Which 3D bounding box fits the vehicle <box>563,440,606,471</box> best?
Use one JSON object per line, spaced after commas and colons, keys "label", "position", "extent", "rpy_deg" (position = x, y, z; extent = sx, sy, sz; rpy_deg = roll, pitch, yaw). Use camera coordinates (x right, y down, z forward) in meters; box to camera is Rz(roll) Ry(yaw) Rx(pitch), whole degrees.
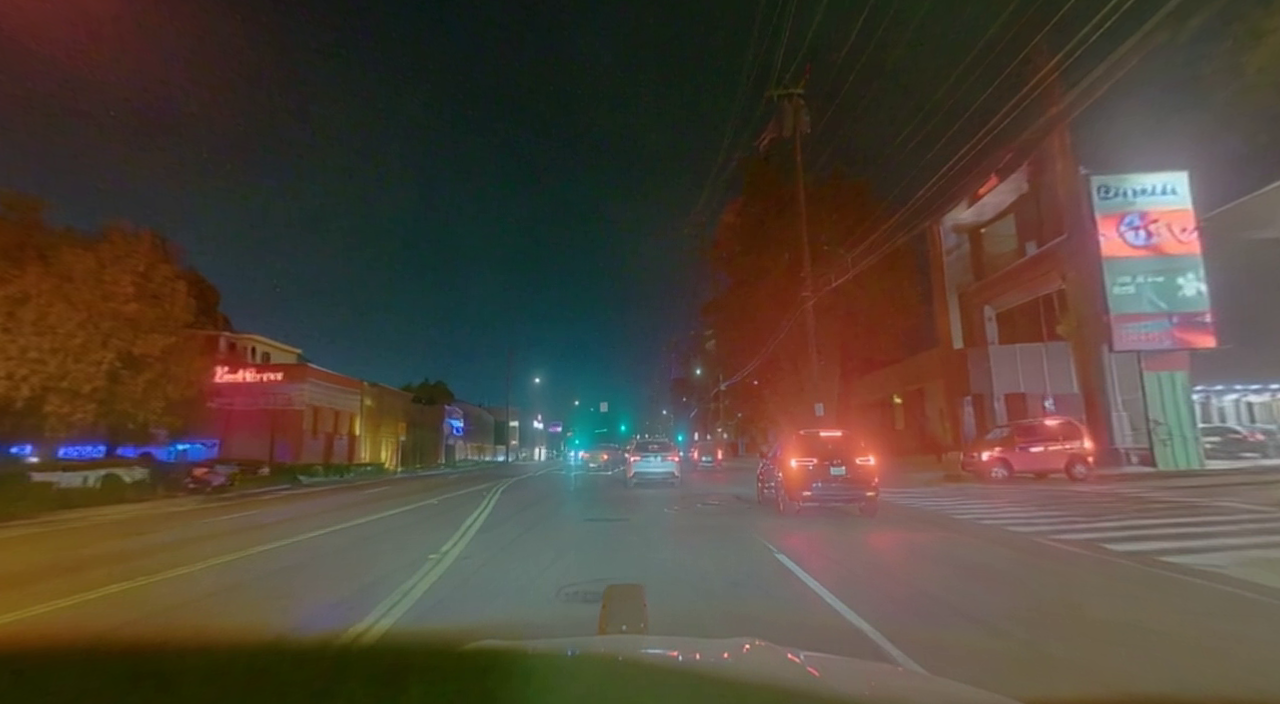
{"label": "vehicle", "position": [-2.892, 5.455, 33.426], "extent": [2.104, 1.488, 4.546], "rpy_deg": [0, -8, -4]}

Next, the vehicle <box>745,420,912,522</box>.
{"label": "vehicle", "position": [3.588, 2.359, 13.030], "extent": [2.024, 1.711, 4.512], "rpy_deg": [0, -8, 0]}

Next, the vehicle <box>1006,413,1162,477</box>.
{"label": "vehicle", "position": [14.286, 3.052, 20.709], "extent": [2.146, 1.837, 4.512], "rpy_deg": [-1, -8, 6]}

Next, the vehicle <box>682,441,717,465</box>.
{"label": "vehicle", "position": [4.025, 6.902, 43.276], "extent": [1.880, 1.503, 4.130], "rpy_deg": [0, -8, -1]}

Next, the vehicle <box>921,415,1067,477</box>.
{"label": "vehicle", "position": [11.671, 3.164, 21.300], "extent": [2.238, 1.845, 4.874], "rpy_deg": [-1, -8, 3]}

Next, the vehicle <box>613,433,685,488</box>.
{"label": "vehicle", "position": [0.284, 3.600, 21.236], "extent": [2.200, 1.653, 4.127], "rpy_deg": [0, -8, 0]}

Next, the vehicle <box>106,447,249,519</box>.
{"label": "vehicle", "position": [-11.786, 3.337, 16.443], "extent": [2.006, 1.510, 4.290], "rpy_deg": [2, -10, -23]}
